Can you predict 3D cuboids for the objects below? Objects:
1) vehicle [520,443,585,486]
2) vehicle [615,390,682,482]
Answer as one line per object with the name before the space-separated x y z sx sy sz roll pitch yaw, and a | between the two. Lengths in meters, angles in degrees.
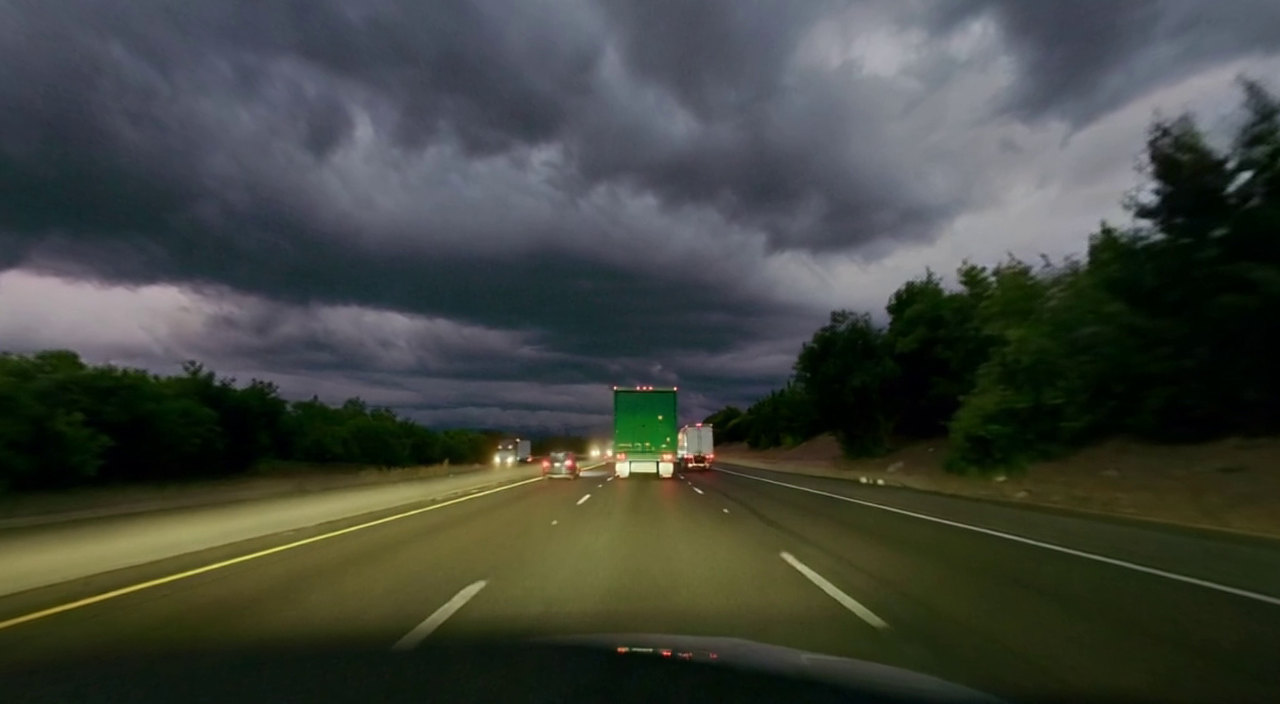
vehicle | -3.598 4.737 26.896 2.173 1.657 4.401 0 -9 -1
vehicle | 0.296 4.554 33.372 2.932 4.042 11.054 0 -9 -1
